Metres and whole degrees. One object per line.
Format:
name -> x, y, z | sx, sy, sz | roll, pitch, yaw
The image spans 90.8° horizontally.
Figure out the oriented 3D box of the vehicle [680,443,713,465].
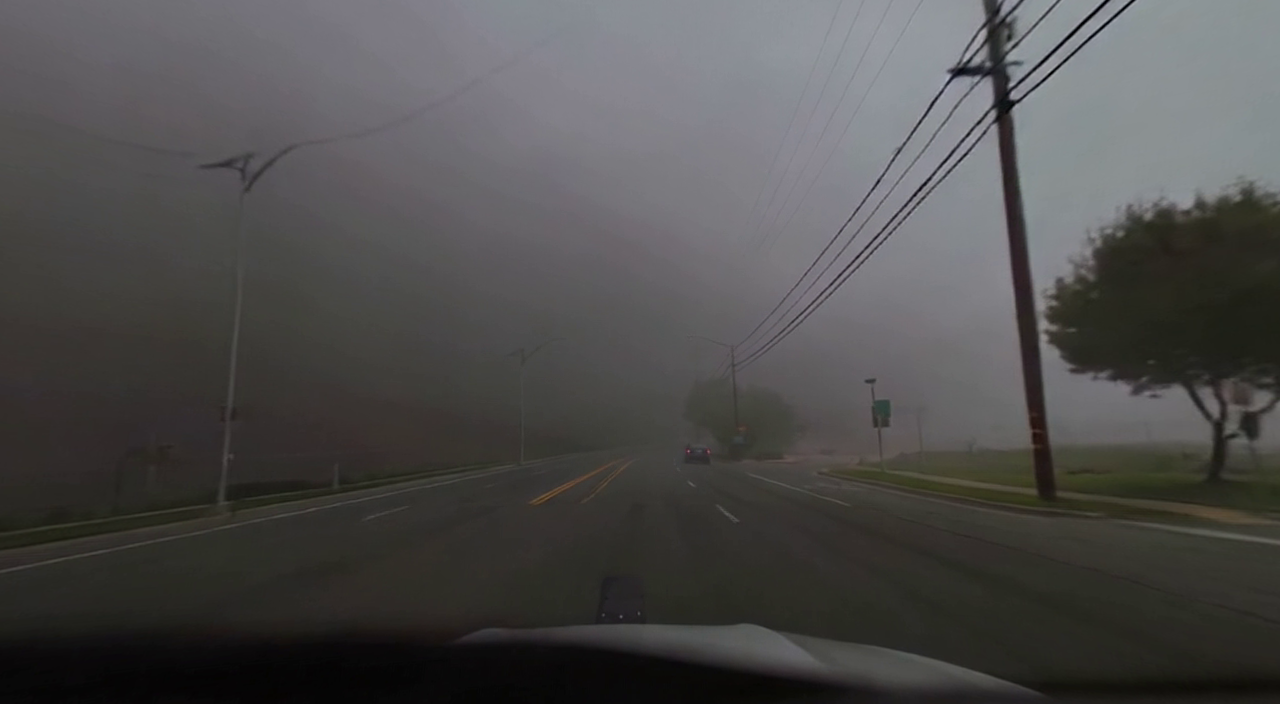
vehicle -> 3.928, 7.217, 44.681 | 2.015, 1.467, 4.117 | 0, -9, 0
